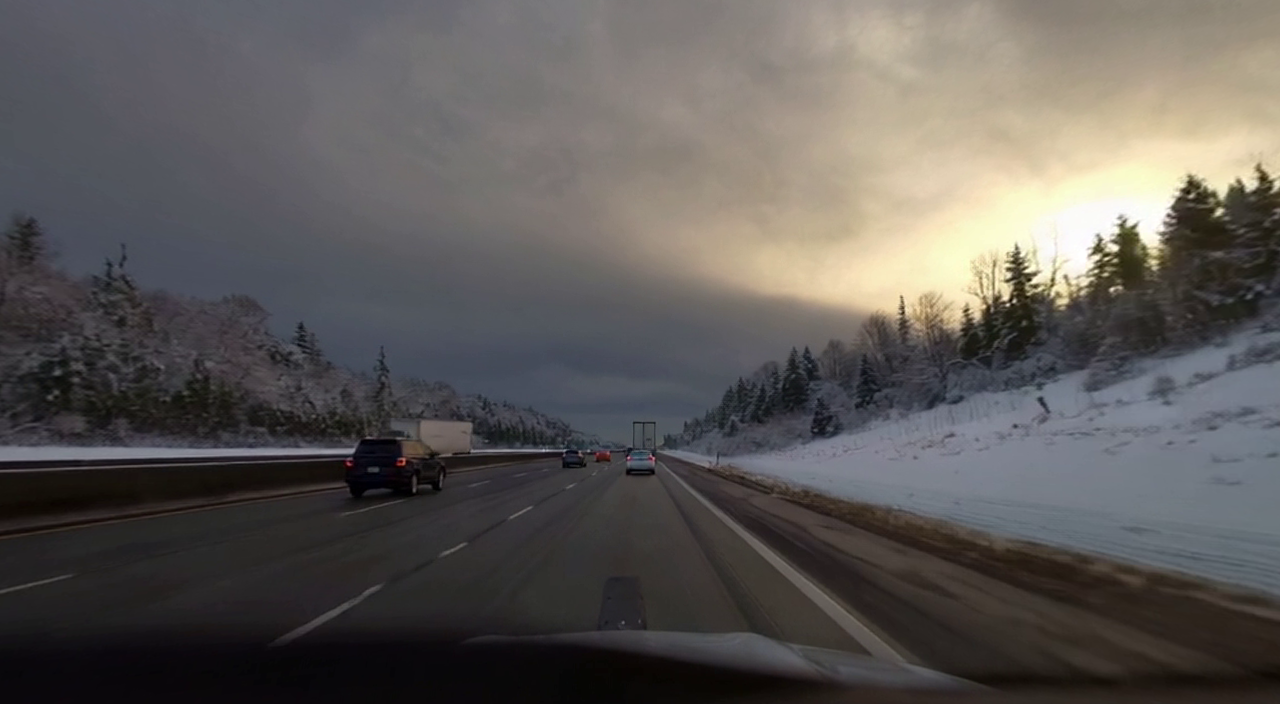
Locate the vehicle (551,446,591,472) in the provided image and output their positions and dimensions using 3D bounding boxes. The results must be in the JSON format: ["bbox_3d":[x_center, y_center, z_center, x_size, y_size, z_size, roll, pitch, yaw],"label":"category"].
[{"bbox_3d":[-4.360,6.847,40.512,2.018,1.504,4.431,0,-9,1],"label":"vehicle"}]

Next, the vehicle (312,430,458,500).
[{"bbox_3d":[-7.719,3.493,19.881,2.316,1.875,5.337,0,-9,1],"label":"vehicle"}]

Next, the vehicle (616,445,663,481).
[{"bbox_3d":[-0.024,4.972,28.461,1.991,1.507,3.391,0,-9,0],"label":"vehicle"}]
